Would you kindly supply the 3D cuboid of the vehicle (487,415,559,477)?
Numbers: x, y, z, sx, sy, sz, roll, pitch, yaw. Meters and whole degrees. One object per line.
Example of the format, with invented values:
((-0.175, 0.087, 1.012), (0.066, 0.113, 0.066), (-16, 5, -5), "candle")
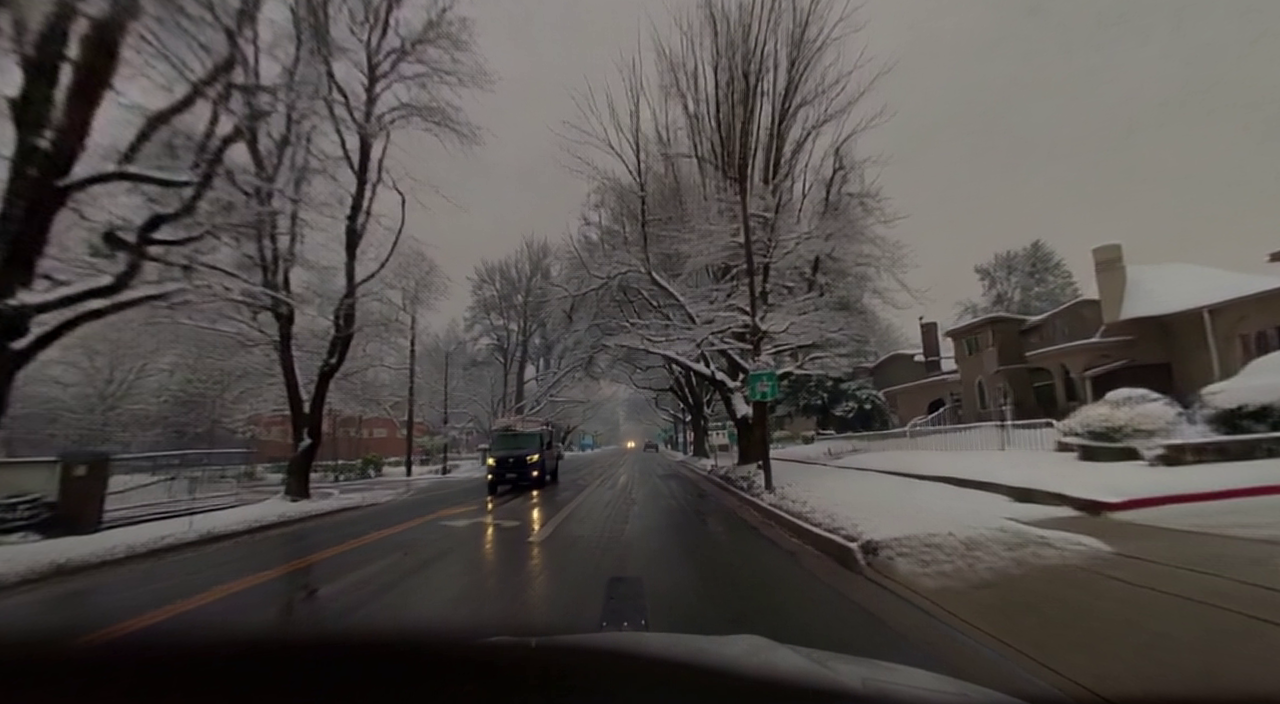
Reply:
((-5.654, 4.688, 31.420), (2.303, 2.760, 5.868), (-1, -8, 2), "vehicle")
